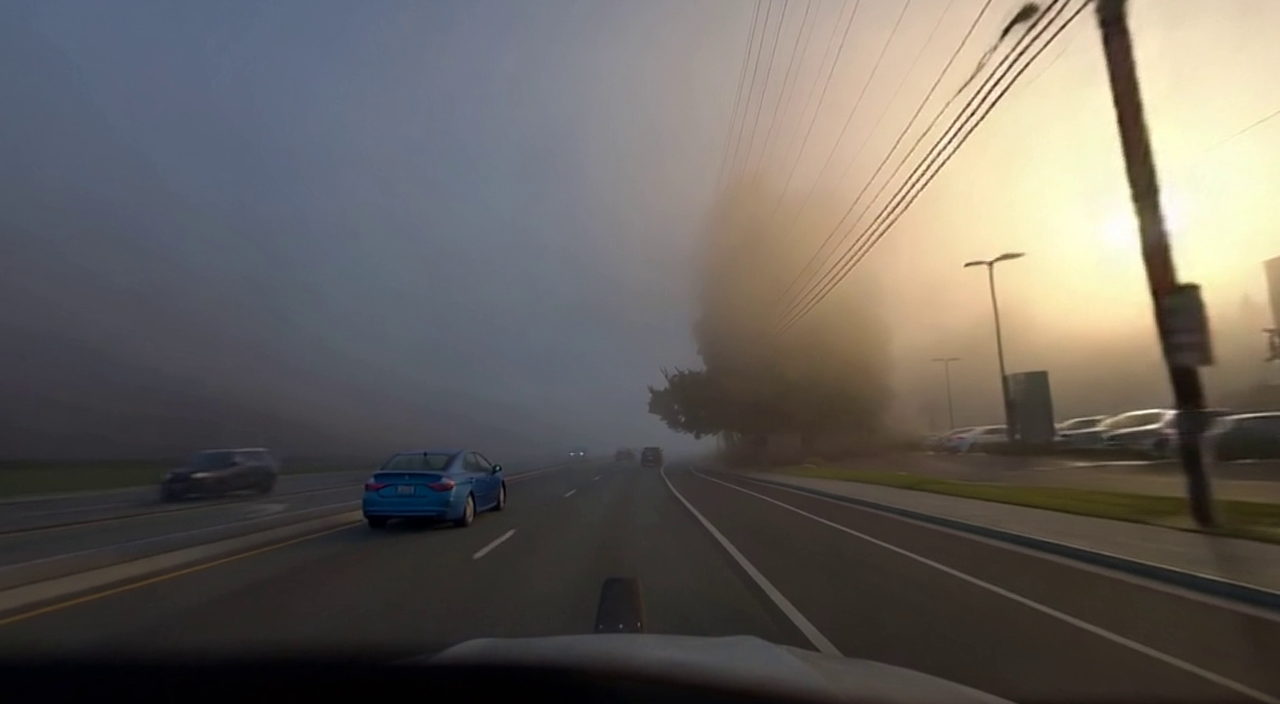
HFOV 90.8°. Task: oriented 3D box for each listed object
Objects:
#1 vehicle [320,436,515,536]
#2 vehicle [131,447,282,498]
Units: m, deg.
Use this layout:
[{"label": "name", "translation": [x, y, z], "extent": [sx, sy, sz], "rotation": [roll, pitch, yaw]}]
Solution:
[{"label": "vehicle", "translation": [-3.861, 2.394, 12.010], "extent": [1.928, 1.488, 4.635], "rotation": [0, -9, 1]}, {"label": "vehicle", "translation": [-15.898, 4.408, 23.542], "extent": [2.332, 1.678, 4.431], "rotation": [0, -9, 3]}]
